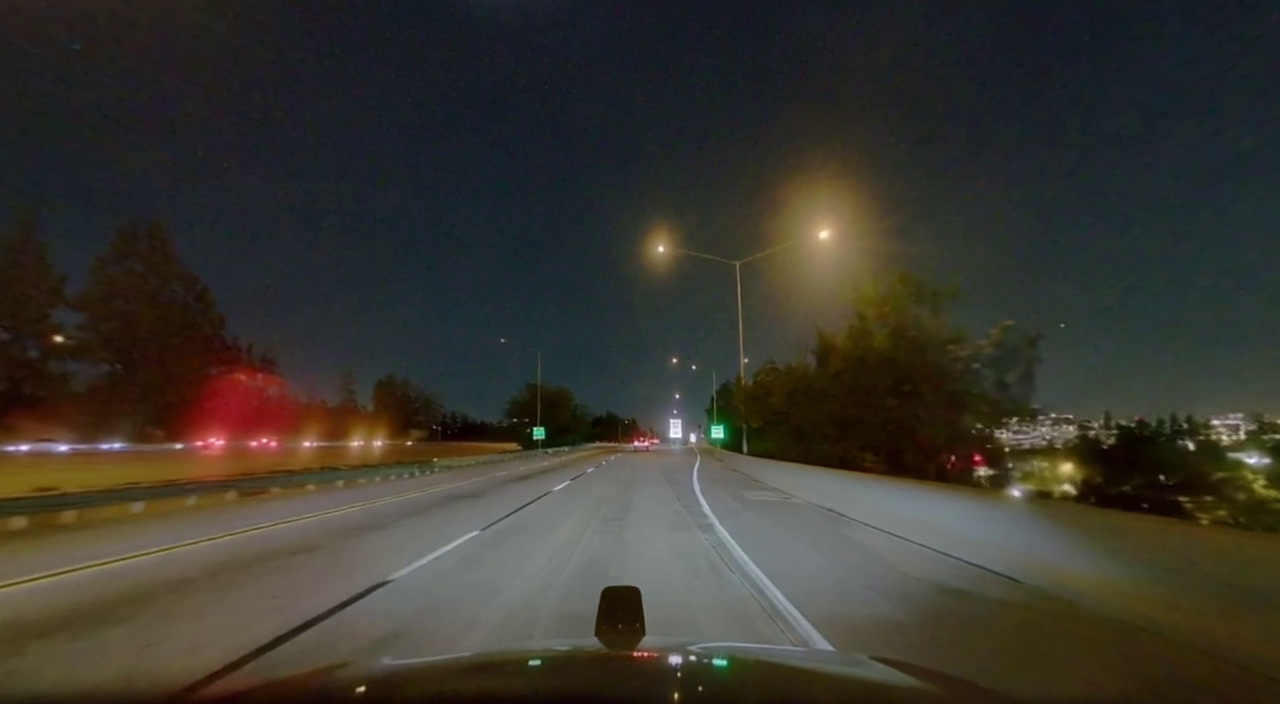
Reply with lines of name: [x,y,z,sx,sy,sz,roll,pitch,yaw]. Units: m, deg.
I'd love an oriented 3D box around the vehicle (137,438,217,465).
vehicle: [-27.667,5.944,37.942,1.829,1.520,4.505,1,-8,-8]

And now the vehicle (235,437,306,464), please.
vehicle: [-22.362,5.968,38.411,2.271,1.537,4.029,1,-8,-7]
